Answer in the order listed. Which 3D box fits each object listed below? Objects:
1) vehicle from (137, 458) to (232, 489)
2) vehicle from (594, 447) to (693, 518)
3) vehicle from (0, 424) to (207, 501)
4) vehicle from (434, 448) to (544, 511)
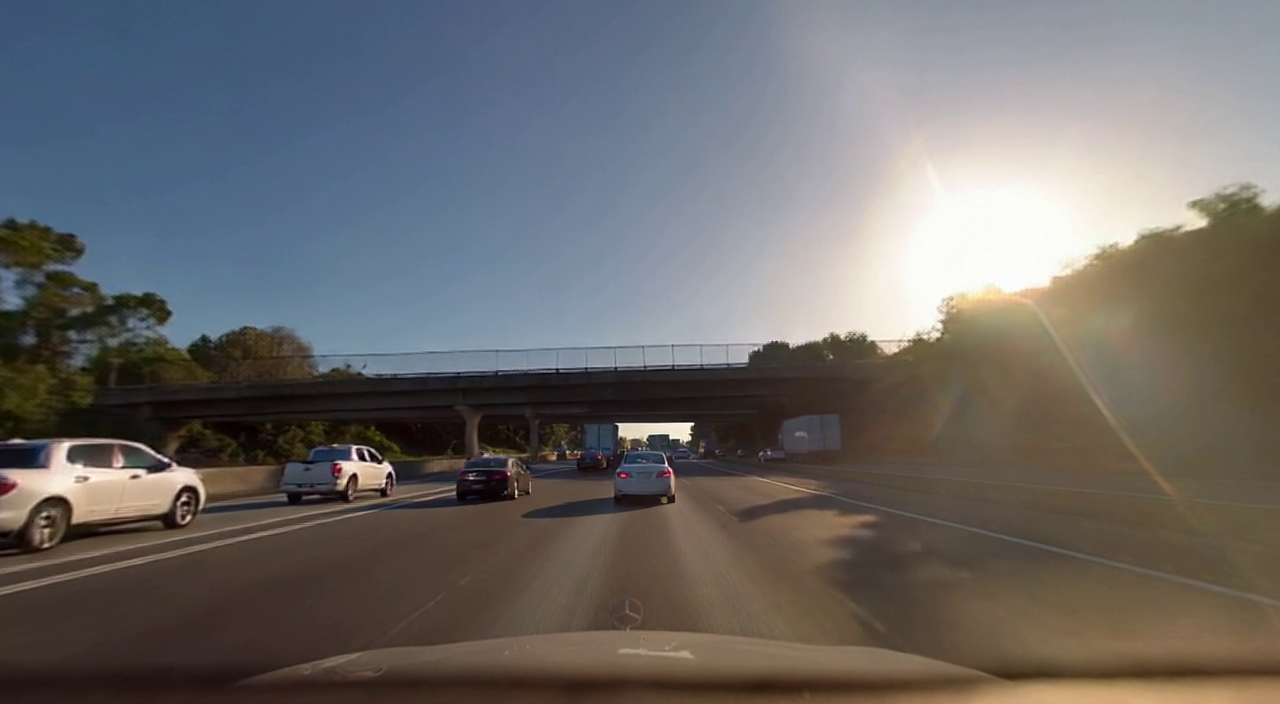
[{"bbox_3d":[-27.622,7.351,38.429,1.962,1.694,4.917,0,-9,2],"label":"vehicle"},{"bbox_3d":[0.093,3.023,15.089,2.057,1.449,3.931,0,-9,1],"label":"vehicle"},{"bbox_3d":[-32.030,6.350,36.789,2.803,3.665,14.746,0,-9,1],"label":"vehicle"},{"bbox_3d":[-4.026,3.466,17.635,1.929,1.509,4.331,0,-9,1],"label":"vehicle"}]
